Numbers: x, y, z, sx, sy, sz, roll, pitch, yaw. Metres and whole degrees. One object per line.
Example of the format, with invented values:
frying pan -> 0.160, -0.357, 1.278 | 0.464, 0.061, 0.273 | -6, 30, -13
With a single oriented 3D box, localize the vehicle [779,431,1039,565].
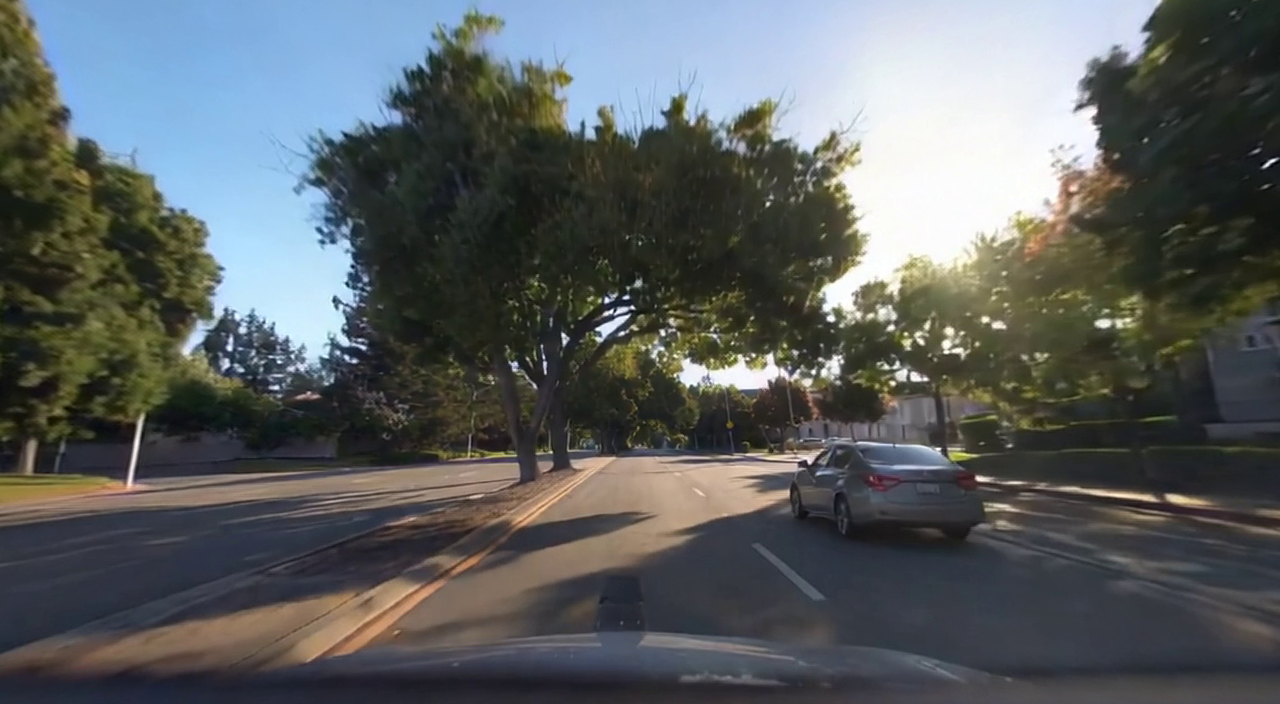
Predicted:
vehicle -> 3.409, 1.906, 9.017 | 1.852, 1.453, 4.083 | 0, -8, -1
